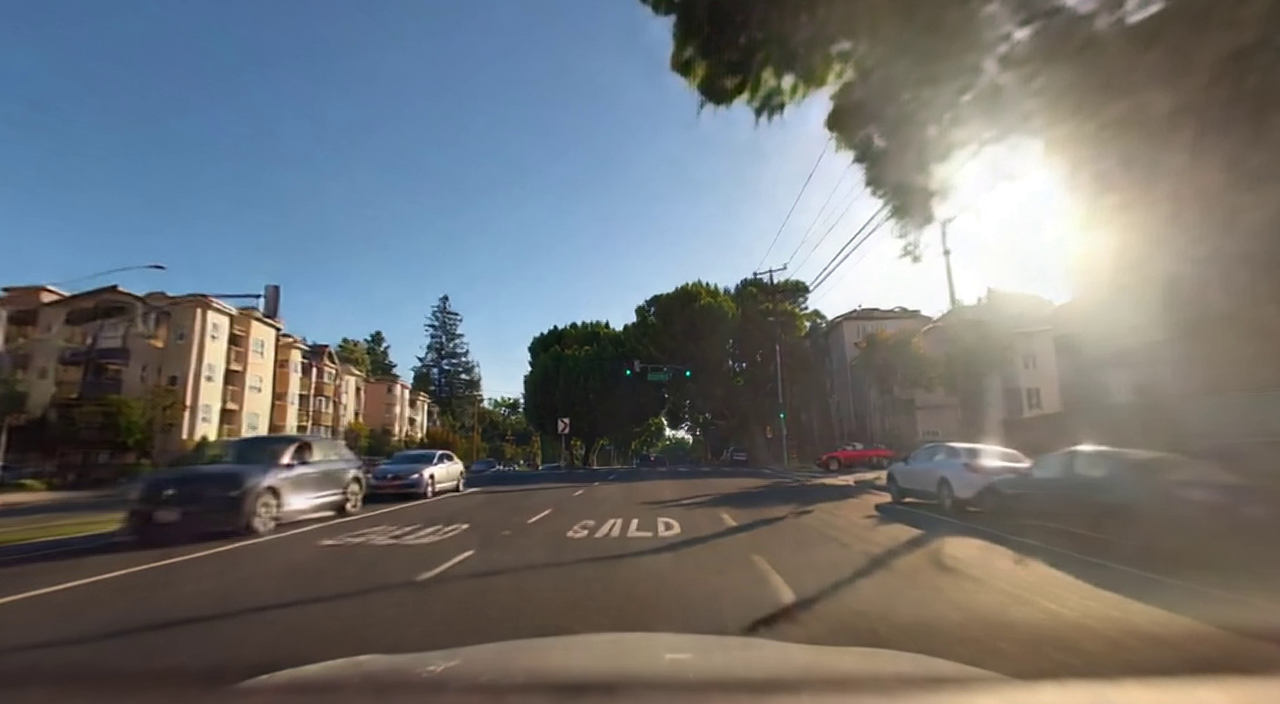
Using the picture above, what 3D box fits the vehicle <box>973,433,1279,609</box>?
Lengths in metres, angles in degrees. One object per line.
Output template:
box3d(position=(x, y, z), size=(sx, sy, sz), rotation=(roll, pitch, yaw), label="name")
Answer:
box3d(position=(6.159, 1.748, 7.656), size=(1.839, 1.461, 4.645), rotation=(-1, -8, 2), label="vehicle")

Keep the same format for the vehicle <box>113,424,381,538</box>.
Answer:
box3d(position=(-7.347, 2.429, 12.633), size=(2.074, 1.794, 4.832), rotation=(-1, -8, 3), label="vehicle")

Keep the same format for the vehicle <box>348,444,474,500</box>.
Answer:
box3d(position=(-6.863, 3.618, 19.534), size=(1.953, 1.471, 4.744), rotation=(-1, -8, 2), label="vehicle")

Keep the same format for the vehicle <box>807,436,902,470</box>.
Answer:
box3d(position=(10.772, 5.102, 31.964), size=(4.171, 1.654, 1.919), rotation=(-1, -8, 5), label="vehicle")

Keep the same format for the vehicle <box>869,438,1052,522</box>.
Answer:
box3d(position=(6.606, 2.632, 13.591), size=(1.838, 1.496, 4.064), rotation=(-1, -8, 1), label="vehicle")
